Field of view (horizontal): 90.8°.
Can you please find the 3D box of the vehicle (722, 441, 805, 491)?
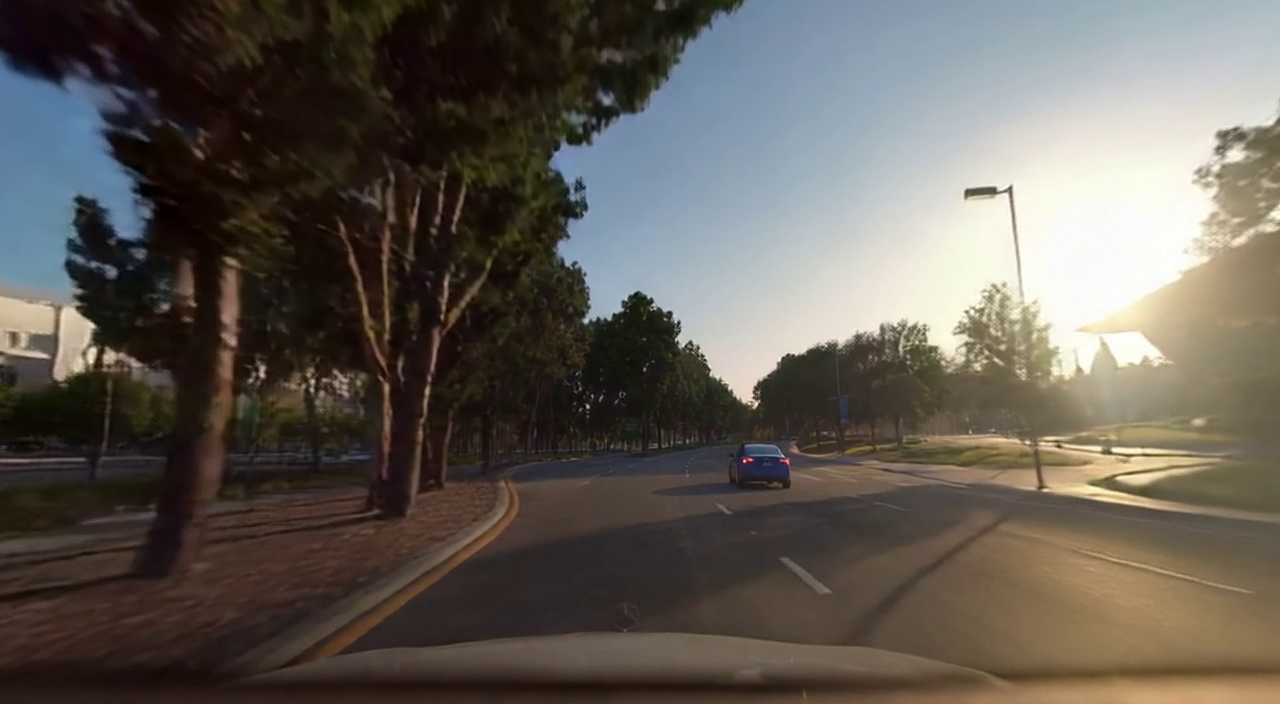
[{"bbox_3d":[4.012,3.791,21.316,1.928,1.481,4.453,0,-9,0],"label":"vehicle"}]
